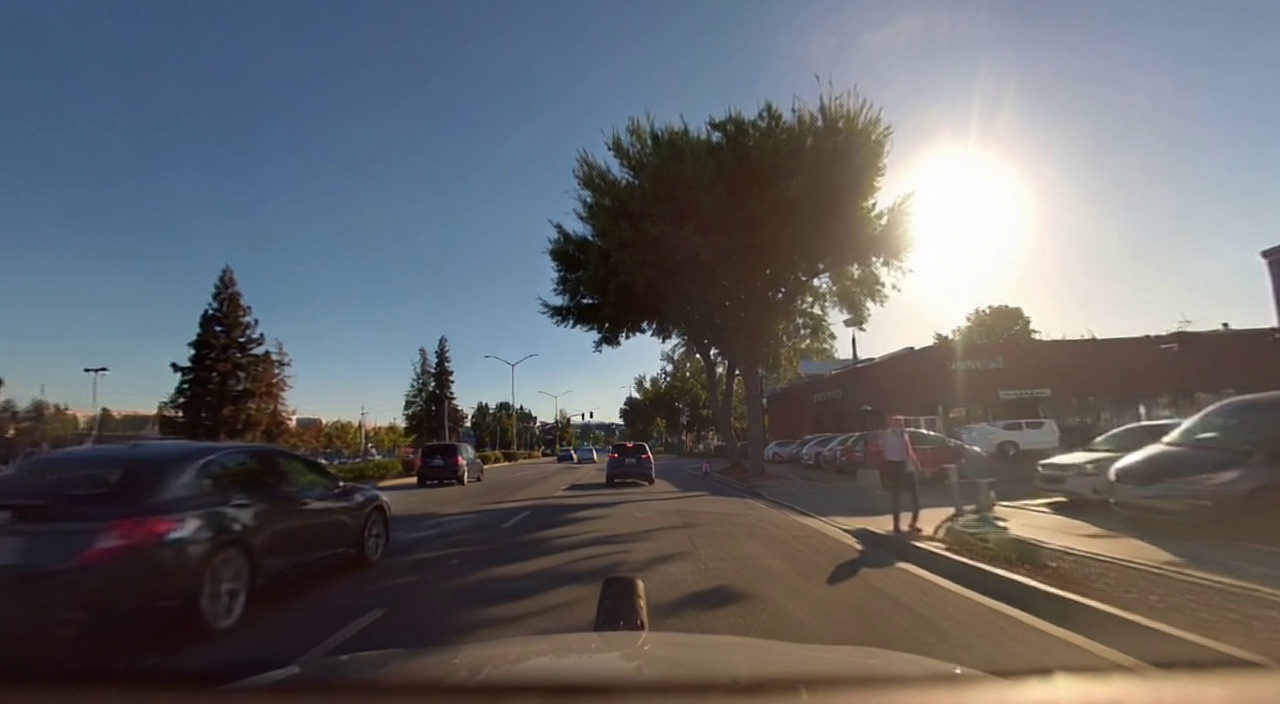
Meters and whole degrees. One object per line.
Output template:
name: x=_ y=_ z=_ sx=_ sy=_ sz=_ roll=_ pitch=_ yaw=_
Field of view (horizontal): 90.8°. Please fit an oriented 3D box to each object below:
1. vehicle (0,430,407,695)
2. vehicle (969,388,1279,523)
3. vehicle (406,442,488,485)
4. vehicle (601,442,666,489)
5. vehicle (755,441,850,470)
vehicle: x=-4.099 y=1.550 z=6.001 sx=1.973 sy=1.456 sz=4.850 roll=0 pitch=-9 yaw=-1
vehicle: x=9.003 y=1.640 z=10.755 sx=5.501 sy=1.720 sz=2.257 roll=-4 pitch=-8 yaw=-5
vehicle: x=-8.065 y=4.687 z=26.922 sx=2.038 sy=1.649 sz=4.665 roll=0 pitch=-9 yaw=-1
vehicle: x=-0.271 y=3.879 z=21.915 sx=2.061 sy=1.469 sz=3.954 roll=0 pitch=-9 yaw=-2
vehicle: x=8.734 y=5.588 z=34.166 sx=4.619 sy=1.523 sz=1.873 roll=0 pitch=-9 yaw=1
